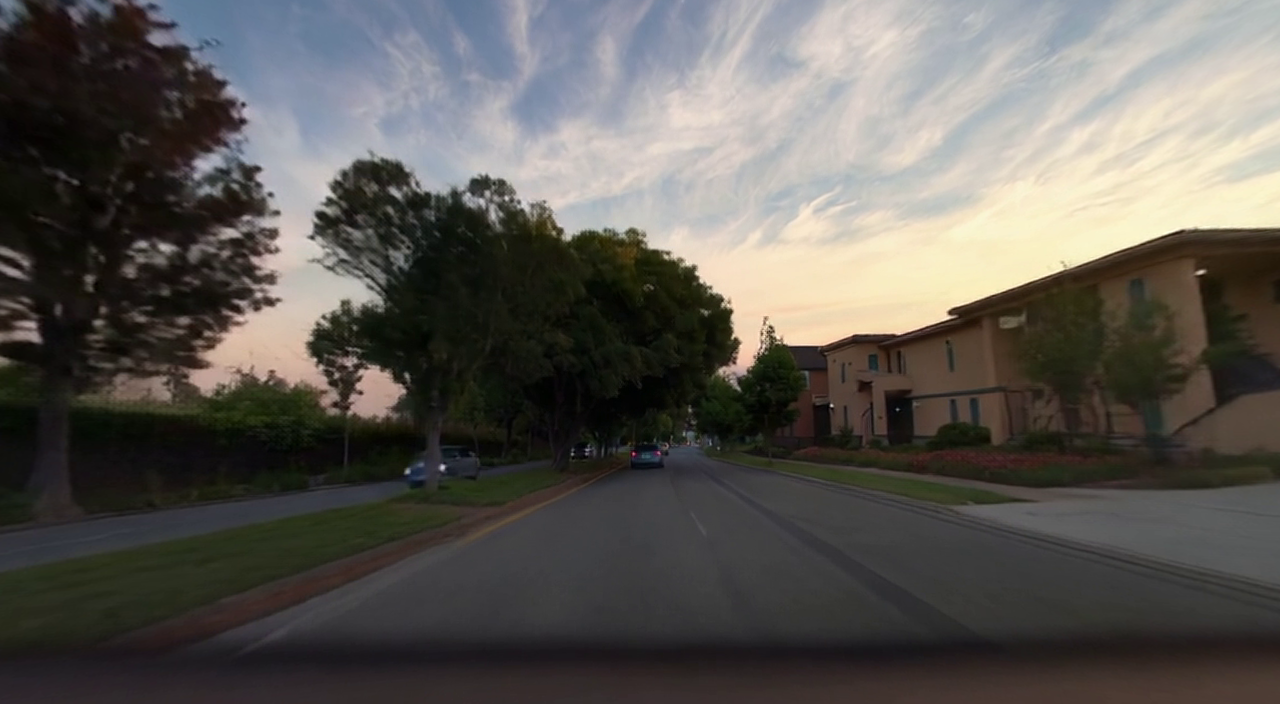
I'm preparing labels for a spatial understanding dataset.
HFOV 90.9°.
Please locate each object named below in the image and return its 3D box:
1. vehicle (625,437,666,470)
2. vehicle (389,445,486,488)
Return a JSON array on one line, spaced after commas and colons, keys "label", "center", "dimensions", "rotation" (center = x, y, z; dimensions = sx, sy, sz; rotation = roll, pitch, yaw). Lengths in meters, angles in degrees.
[{"label": "vehicle", "center": [0.376, 5.631, 35.164], "dimensions": [2.129, 1.713, 4.314], "rotation": [0, -8, 3]}, {"label": "vehicle", "center": [-7.670, 4.358, 24.358], "dimensions": [2.040, 1.465, 4.448], "rotation": [0, -8, 3]}]
